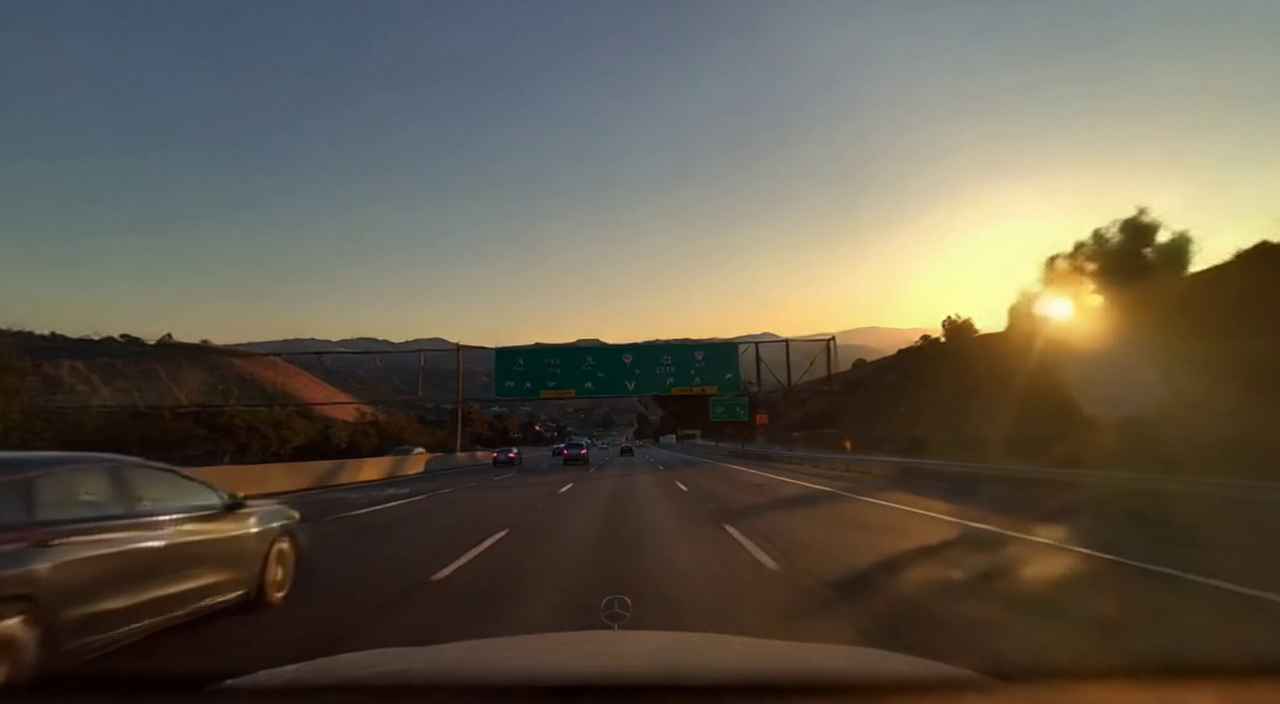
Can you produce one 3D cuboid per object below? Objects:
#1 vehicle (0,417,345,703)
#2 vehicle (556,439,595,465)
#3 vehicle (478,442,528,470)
[{"bbox_3d":[-4.040,1.207,3.996,2.044,1.479,4.745,0,-8,0],"label":"vehicle"},{"bbox_3d":[-4.388,6.897,43.576,2.200,1.662,5.091,0,-8,0],"label":"vehicle"},{"bbox_3d":[-8.060,6.140,37.476,1.924,1.519,4.791,0,-8,0],"label":"vehicle"}]
